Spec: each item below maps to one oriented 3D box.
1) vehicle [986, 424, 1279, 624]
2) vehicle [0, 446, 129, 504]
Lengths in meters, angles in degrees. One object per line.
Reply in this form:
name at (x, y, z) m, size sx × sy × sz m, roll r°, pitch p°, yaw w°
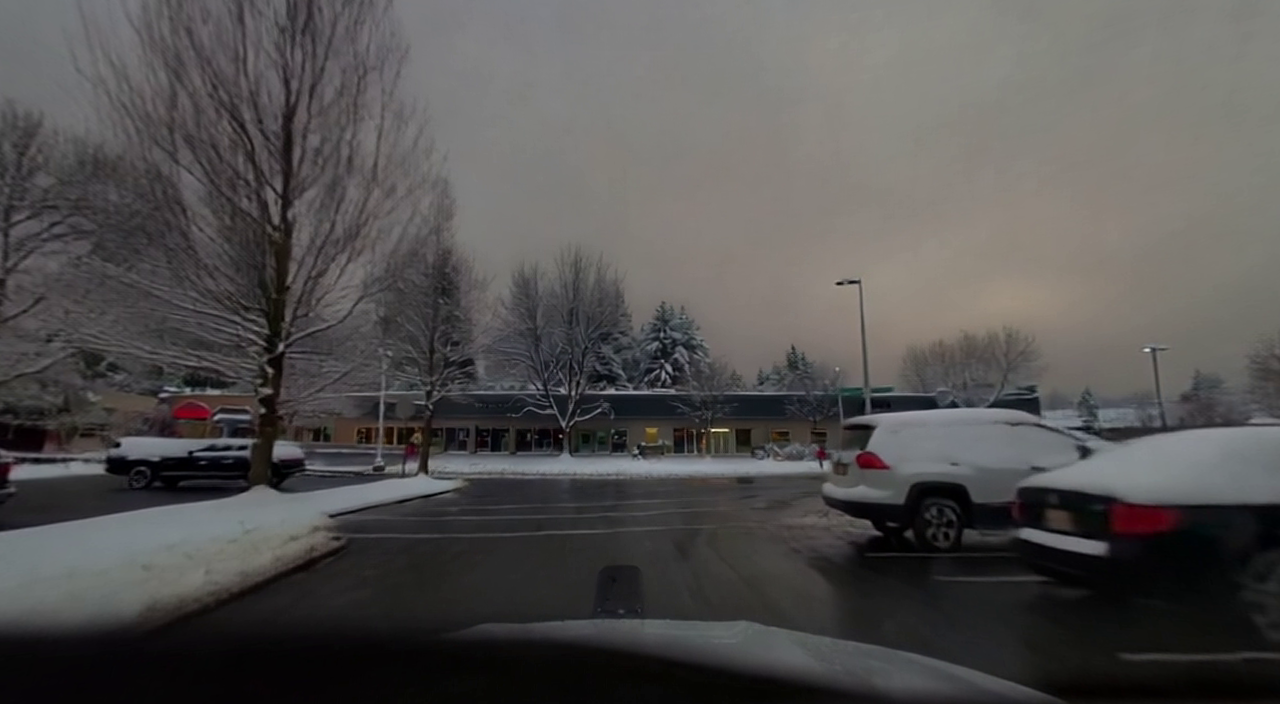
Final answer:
vehicle at (5.980, 1.452, 5.794) m, size 4.488 × 1.499 × 1.833 m, roll 0°, pitch -9°, yaw 0°
vehicle at (-16.110, 3.181, 16.555) m, size 3.898 × 1.430 × 1.973 m, roll 5°, pitch -10°, yaw -31°
